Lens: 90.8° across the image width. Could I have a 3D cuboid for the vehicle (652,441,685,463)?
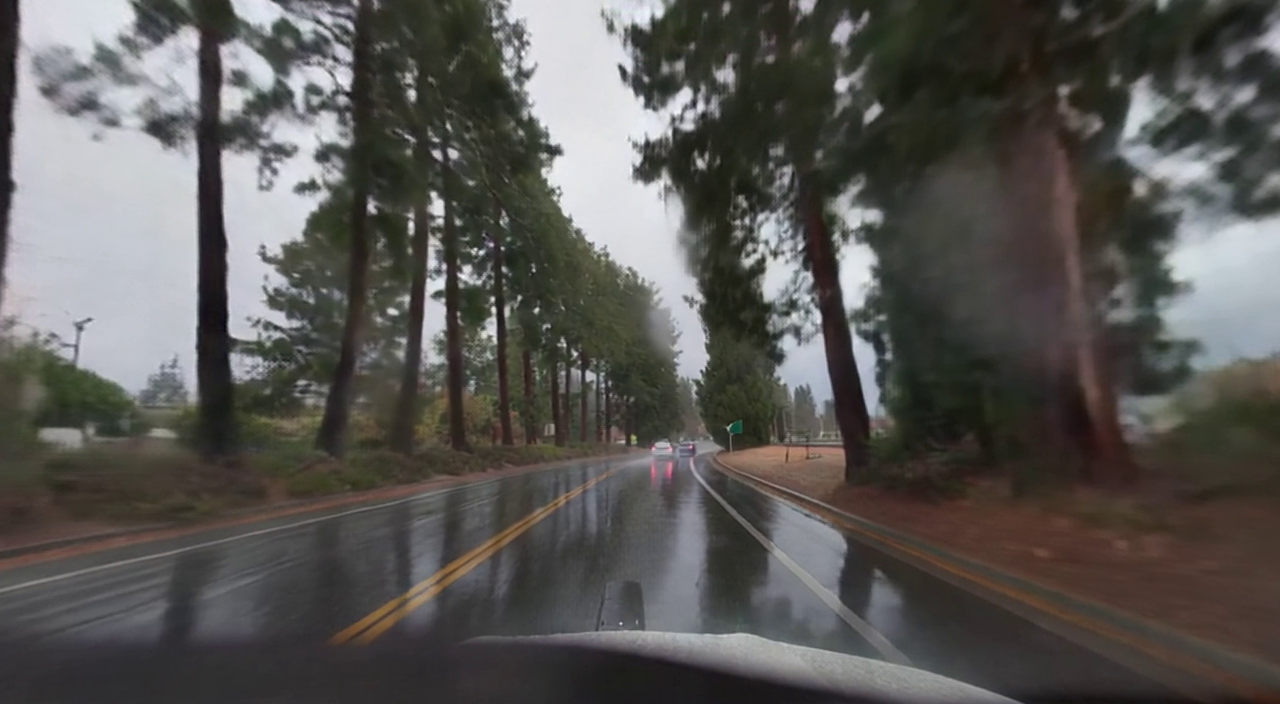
[{"bbox_3d":[2.005,6.800,43.122,2.071,1.474,4.047,-1,-8,5],"label":"vehicle"}]
